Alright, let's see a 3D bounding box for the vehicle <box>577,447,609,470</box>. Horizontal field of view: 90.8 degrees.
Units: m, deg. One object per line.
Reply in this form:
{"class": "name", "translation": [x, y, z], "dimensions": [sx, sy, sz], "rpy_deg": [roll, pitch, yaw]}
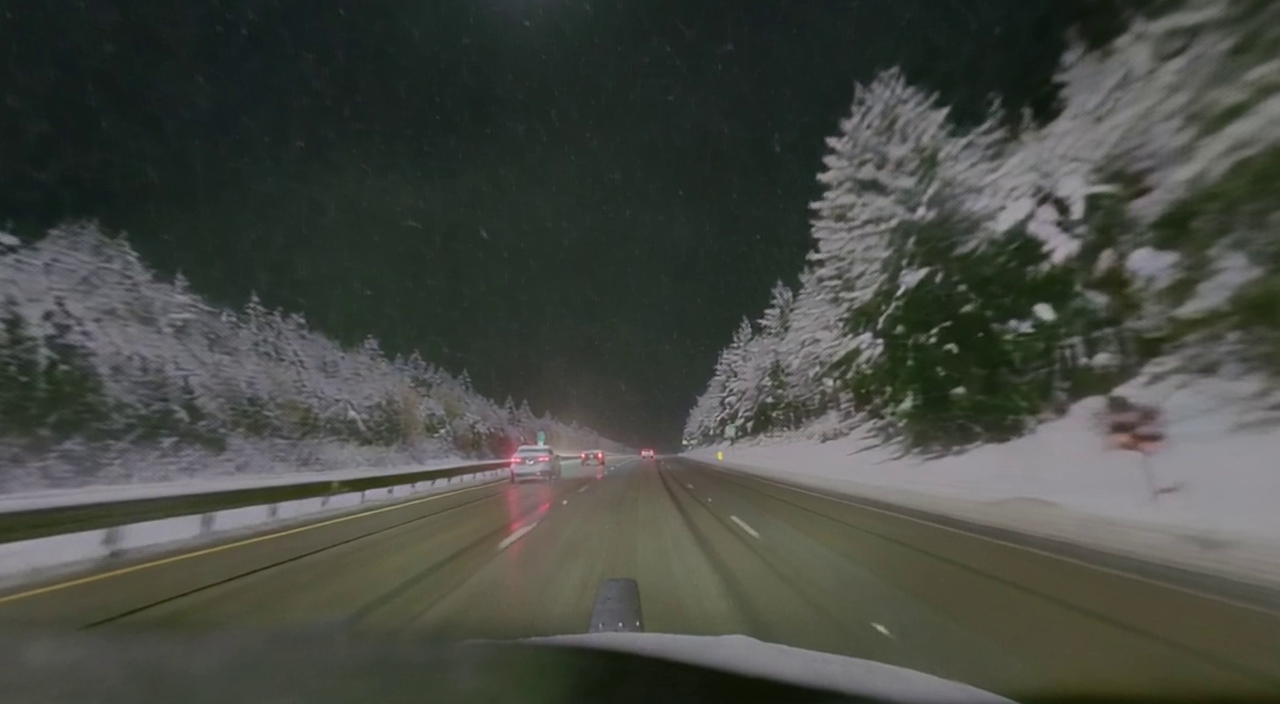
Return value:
{"class": "vehicle", "translation": [-3.432, 7.874, 46.704], "dimensions": [1.996, 1.565, 4.159], "rpy_deg": [0, -9, 0]}

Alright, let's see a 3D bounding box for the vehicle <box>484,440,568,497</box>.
{"class": "vehicle", "translation": [-3.518, 3.677, 20.218], "dimensions": [1.846, 1.600, 4.108], "rpy_deg": [0, -9, 1]}
